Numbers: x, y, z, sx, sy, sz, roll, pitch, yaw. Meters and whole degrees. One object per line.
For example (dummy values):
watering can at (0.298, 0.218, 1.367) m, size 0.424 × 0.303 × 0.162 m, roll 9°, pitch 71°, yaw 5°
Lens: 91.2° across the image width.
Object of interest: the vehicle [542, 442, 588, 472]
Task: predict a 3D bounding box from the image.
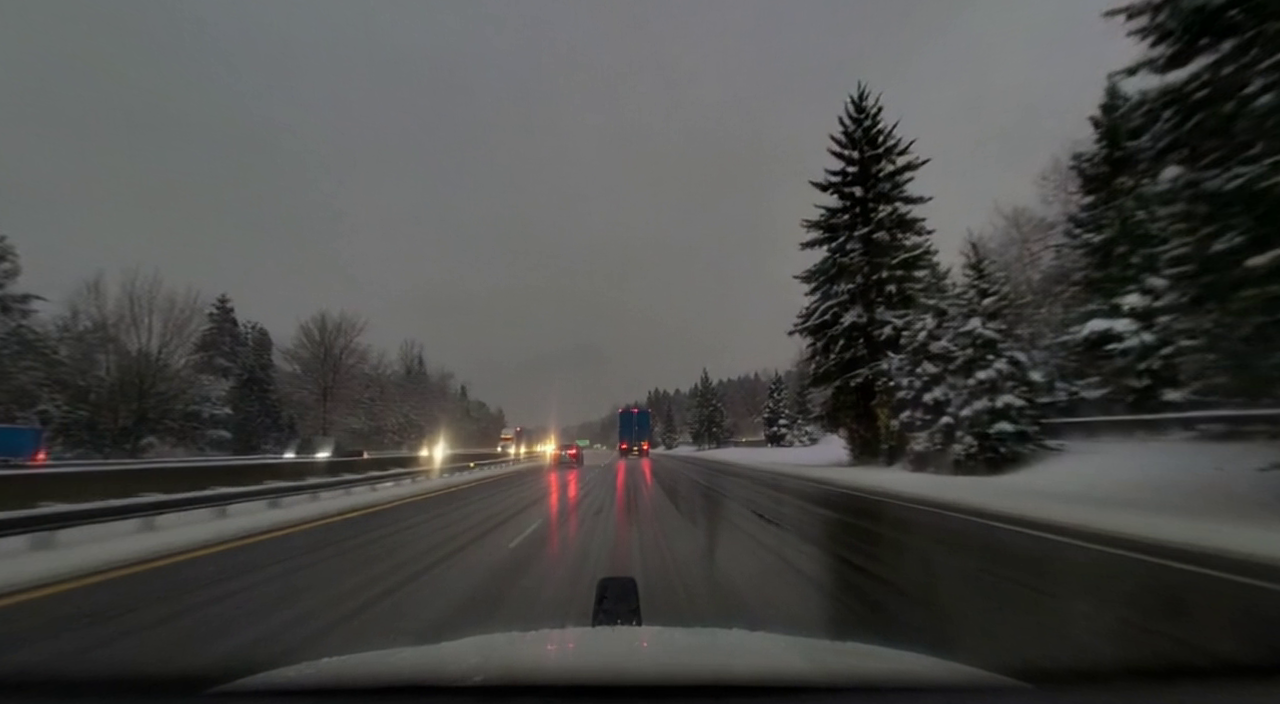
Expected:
vehicle at (-4.149, 5.880, 35.240) m, size 2.057 × 1.519 × 4.372 m, roll 0°, pitch -9°, yaw 0°

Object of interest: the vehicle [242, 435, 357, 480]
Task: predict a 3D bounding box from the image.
vehicle at (-12.828, 4.003, 23.970) m, size 1.966 × 1.518 × 4.276 m, roll 0°, pitch -9°, yaw 0°
